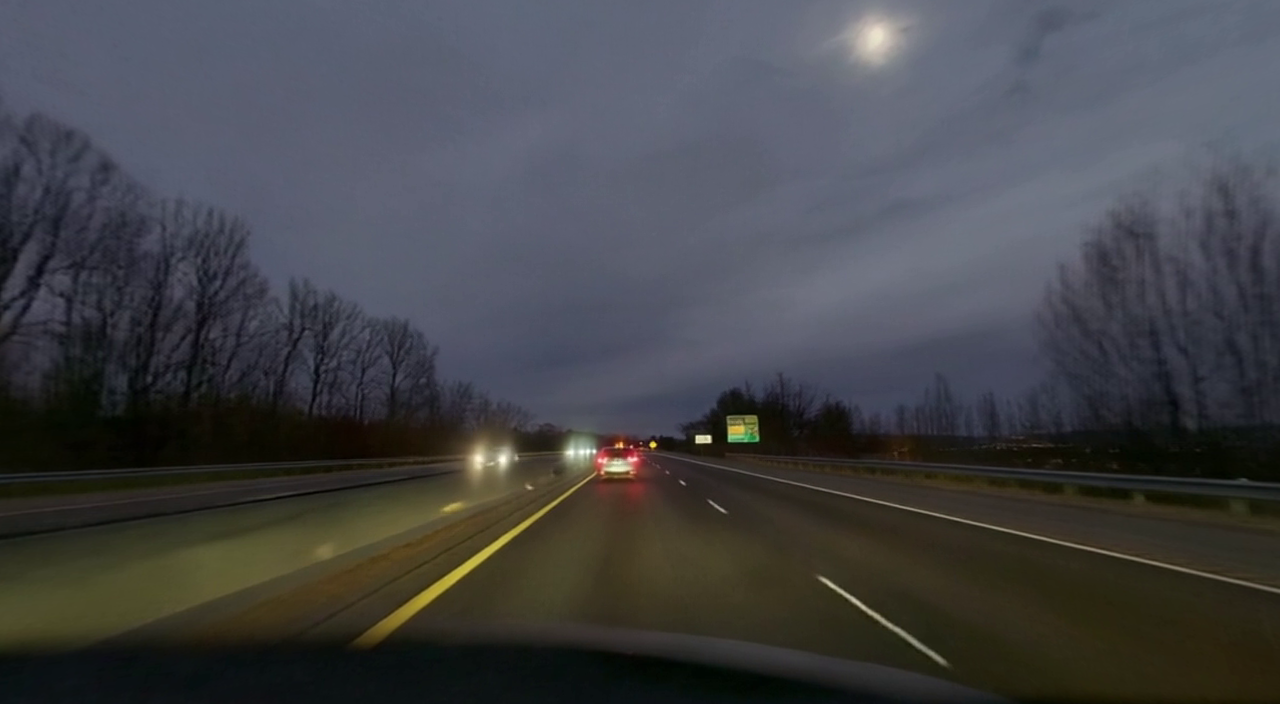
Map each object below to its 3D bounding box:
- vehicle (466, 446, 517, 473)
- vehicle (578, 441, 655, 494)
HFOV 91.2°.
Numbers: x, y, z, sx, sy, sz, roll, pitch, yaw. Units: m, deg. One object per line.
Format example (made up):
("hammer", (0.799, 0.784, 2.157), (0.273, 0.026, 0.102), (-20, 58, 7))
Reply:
("vehicle", (-9.657, 7.017, 41.101), (2.330, 1.637, 4.272), (0, -9, -1))
("vehicle", (-0.738, 3.679, 20.313), (2.244, 1.506, 4.097), (0, -9, -1))
